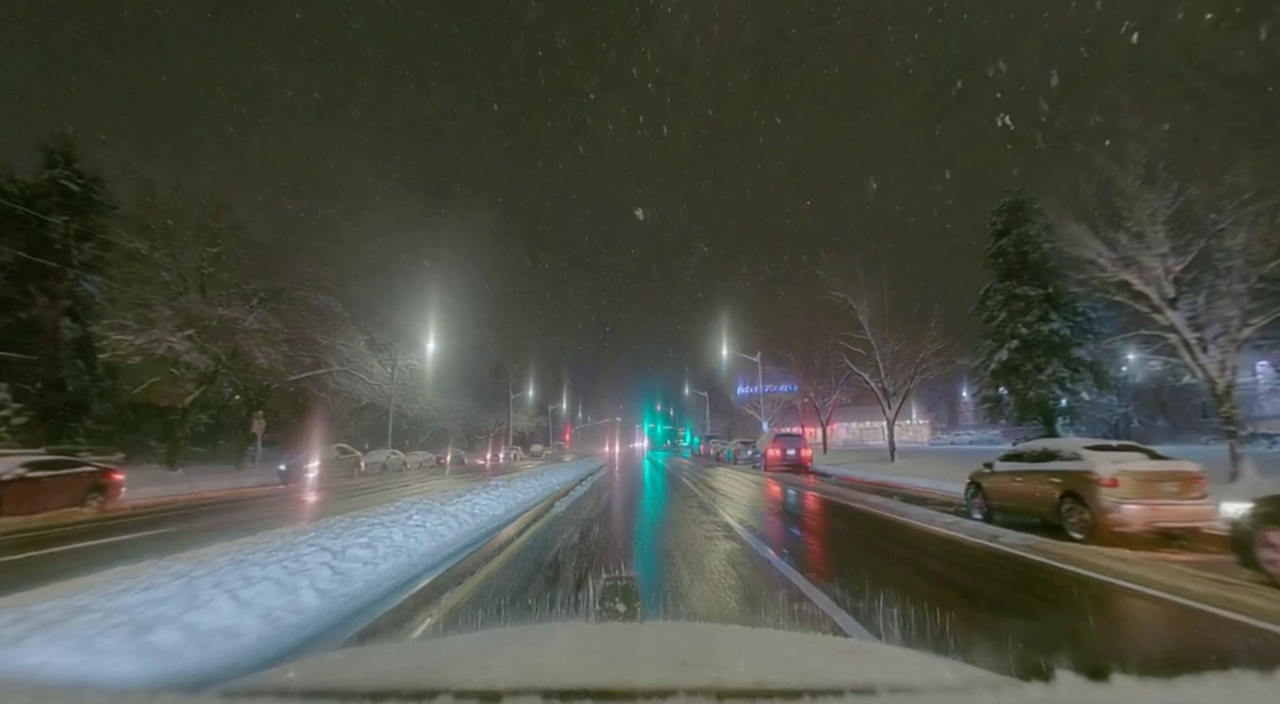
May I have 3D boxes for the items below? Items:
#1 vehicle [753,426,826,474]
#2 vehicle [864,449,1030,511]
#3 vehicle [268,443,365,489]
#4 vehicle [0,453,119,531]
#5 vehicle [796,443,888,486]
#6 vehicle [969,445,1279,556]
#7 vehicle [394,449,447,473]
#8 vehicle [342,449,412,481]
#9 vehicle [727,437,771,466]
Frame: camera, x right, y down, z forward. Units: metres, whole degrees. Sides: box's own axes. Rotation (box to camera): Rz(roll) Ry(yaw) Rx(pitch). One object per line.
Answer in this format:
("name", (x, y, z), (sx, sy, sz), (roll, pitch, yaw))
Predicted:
("vehicle", (7.827, 5.257, 33.629), (2.327, 2.296, 5.692), (0, -9, -2))
("vehicle", (7.802, 3.274, 16.663), (1.811, 1.361, 4.852), (0, -9, -2))
("vehicle", (-14.471, 5.082, 28.514), (2.002, 1.765, 4.775), (-3, -8, -2))
("vehicle", (-14.392, 3.048, 13.845), (1.829, 1.594, 4.627), (0, -9, 0))
("vehicle", (8.006, 4.487, 25.433), (1.992, 1.499, 4.715), (-1, -9, -2))
("vehicle", (7.953, 2.397, 11.011), (1.902, 1.499, 4.492), (0, -8, -1))
("vehicle", (-14.452, 7.162, 41.663), (1.880, 1.488, 4.483), (0, -9, 1))
("vehicle", (-14.441, 6.193, 34.898), (1.836, 1.448, 4.941), (-1, -7, -1))
("vehicle", (7.784, 7.158, 45.438), (2.092, 1.887, 5.632), (0, -9, -1))
